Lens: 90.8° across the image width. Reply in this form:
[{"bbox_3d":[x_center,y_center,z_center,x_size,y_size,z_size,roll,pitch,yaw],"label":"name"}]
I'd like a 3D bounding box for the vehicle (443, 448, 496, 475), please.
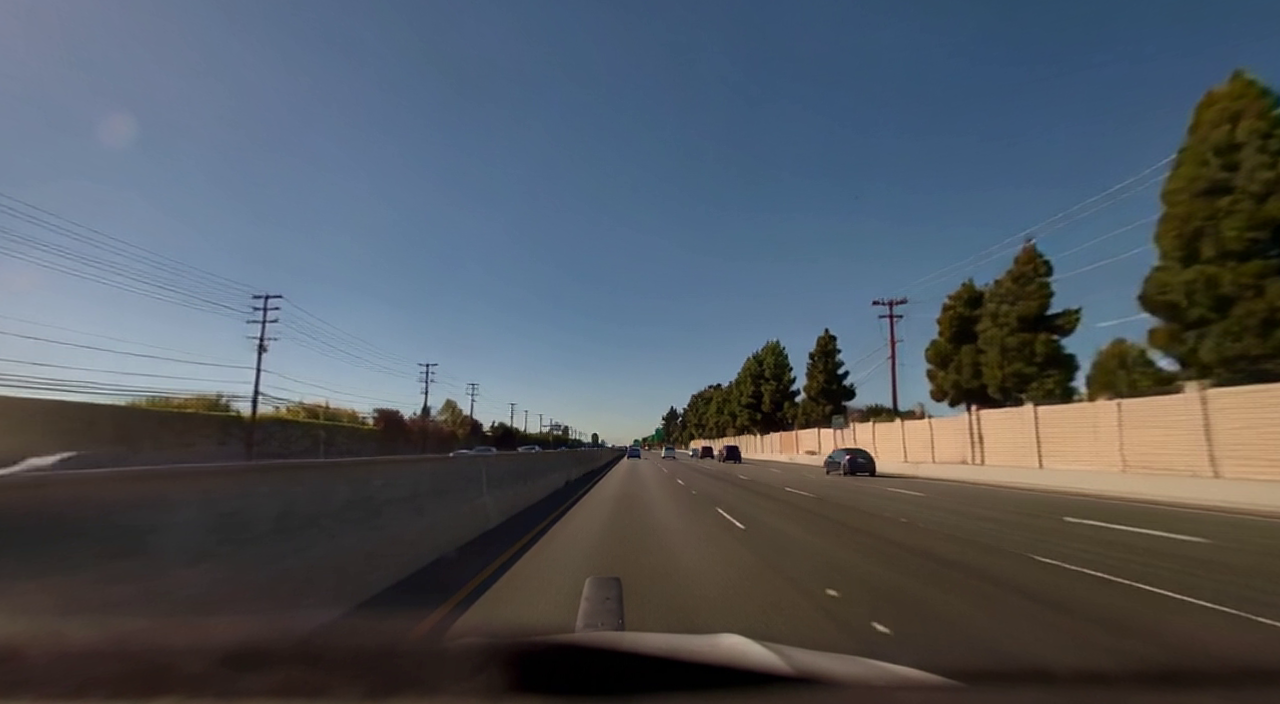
[{"bbox_3d":[-10.061,6.474,37.606,1.896,1.499,4.497,0,-8,0],"label":"vehicle"}]

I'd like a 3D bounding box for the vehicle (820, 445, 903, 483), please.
[{"bbox_3d":[9.617,4.873,27.884,1.969,1.506,4.422,1,-8,-1],"label":"vehicle"}]

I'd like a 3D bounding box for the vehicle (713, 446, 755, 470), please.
[{"bbox_3d":[6.269,7.108,42.694,2.069,1.520,4.614,1,-8,-1],"label":"vehicle"}]
